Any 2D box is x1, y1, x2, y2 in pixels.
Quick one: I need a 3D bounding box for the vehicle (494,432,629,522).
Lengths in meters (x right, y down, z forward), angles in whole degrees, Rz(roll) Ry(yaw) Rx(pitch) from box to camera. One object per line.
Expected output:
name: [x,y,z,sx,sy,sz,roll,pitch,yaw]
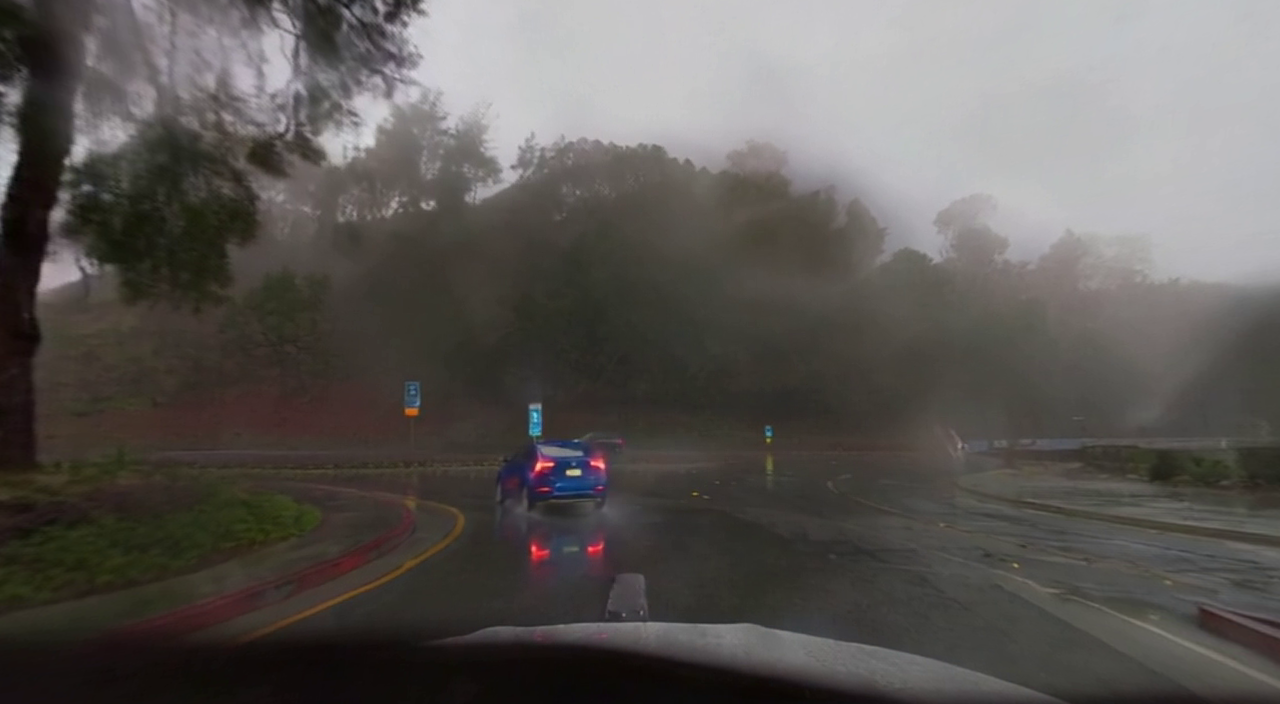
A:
vehicle: [-1.847,2.608,13.644,2.078,1.607,4.010,3,-10,-19]
